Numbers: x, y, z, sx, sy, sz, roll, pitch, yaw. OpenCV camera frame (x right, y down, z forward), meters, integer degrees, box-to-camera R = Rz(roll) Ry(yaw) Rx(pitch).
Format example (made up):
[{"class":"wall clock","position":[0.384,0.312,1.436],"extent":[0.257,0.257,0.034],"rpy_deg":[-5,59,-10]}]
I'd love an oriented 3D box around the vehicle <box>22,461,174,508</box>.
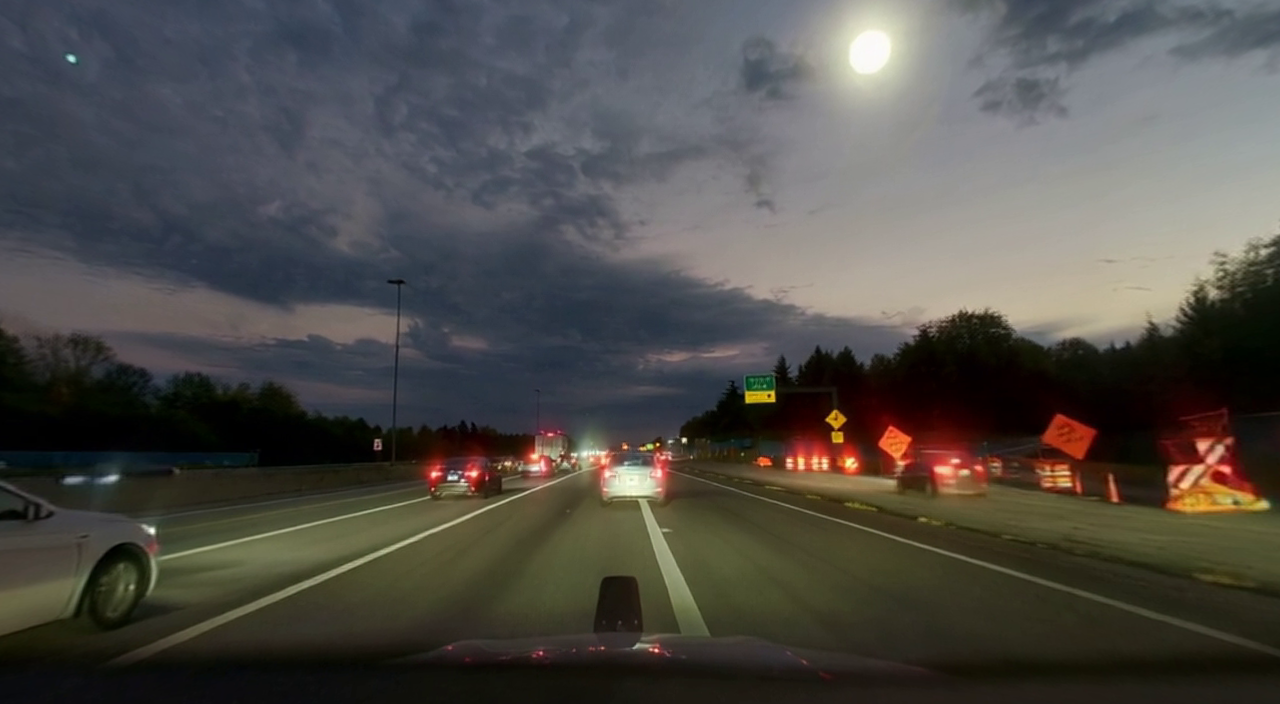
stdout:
[{"class":"vehicle","position":[-18.894,4.597,22.204],"extent":[1.815,1.416,4.035],"rpy_deg":[0,-9,-2]}]

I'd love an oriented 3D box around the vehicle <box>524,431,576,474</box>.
[{"class":"vehicle","position":[-5.925,6.759,42.270],"extent":[2.326,2.645,6.249],"rpy_deg":[-1,-9,2]}]

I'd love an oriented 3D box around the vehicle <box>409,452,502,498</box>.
[{"class":"vehicle","position":[-6.337,4.254,22.117],"extent":[2.063,1.417,4.000],"rpy_deg":[0,-9,-1]}]

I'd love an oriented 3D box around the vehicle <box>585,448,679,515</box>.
[{"class":"vehicle","position":[-0.230,3.135,15.685],"extent":[2.080,1.451,3.512],"rpy_deg":[0,-9,-2]}]

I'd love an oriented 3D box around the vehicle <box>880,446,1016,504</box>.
[{"class":"vehicle","position":[8.654,3.460,18.093],"extent":[1.871,1.460,3.754],"rpy_deg":[0,-9,-3]}]
